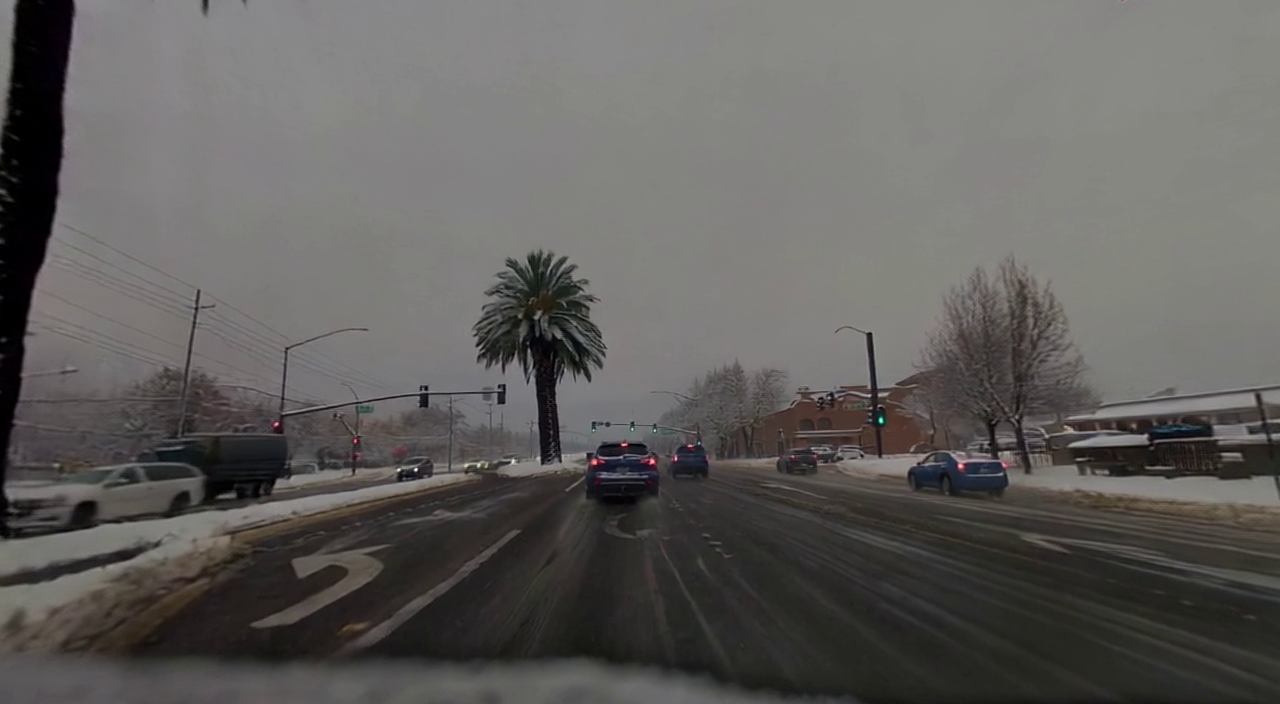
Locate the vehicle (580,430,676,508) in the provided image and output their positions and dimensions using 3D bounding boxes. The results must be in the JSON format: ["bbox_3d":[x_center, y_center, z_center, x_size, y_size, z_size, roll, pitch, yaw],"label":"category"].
[{"bbox_3d":[-0.343,3.275,18.177,2.402,1.938,4.535,0,-9,-1],"label":"vehicle"}]

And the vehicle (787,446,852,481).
[{"bbox_3d":[9.758,6.088,34.761,2.155,1.779,4.582,0,-9,-1],"label":"vehicle"}]

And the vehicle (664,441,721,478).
[{"bbox_3d":[3.036,6.430,38.193,2.773,2.021,6.212,0,-9,-1],"label":"vehicle"}]

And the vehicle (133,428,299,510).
[{"bbox_3d":[-19.076,5.261,29.151,2.901,3.039,7.160,-4,-8,-2],"label":"vehicle"}]

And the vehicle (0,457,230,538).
[{"bbox_3d":[-11.816,3.208,14.537,1.965,1.475,4.209,0,-9,-1],"label":"vehicle"}]

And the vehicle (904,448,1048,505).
[{"bbox_3d":[9.911,3.675,19.089,1.967,1.485,4.267,0,-9,0],"label":"vehicle"}]
